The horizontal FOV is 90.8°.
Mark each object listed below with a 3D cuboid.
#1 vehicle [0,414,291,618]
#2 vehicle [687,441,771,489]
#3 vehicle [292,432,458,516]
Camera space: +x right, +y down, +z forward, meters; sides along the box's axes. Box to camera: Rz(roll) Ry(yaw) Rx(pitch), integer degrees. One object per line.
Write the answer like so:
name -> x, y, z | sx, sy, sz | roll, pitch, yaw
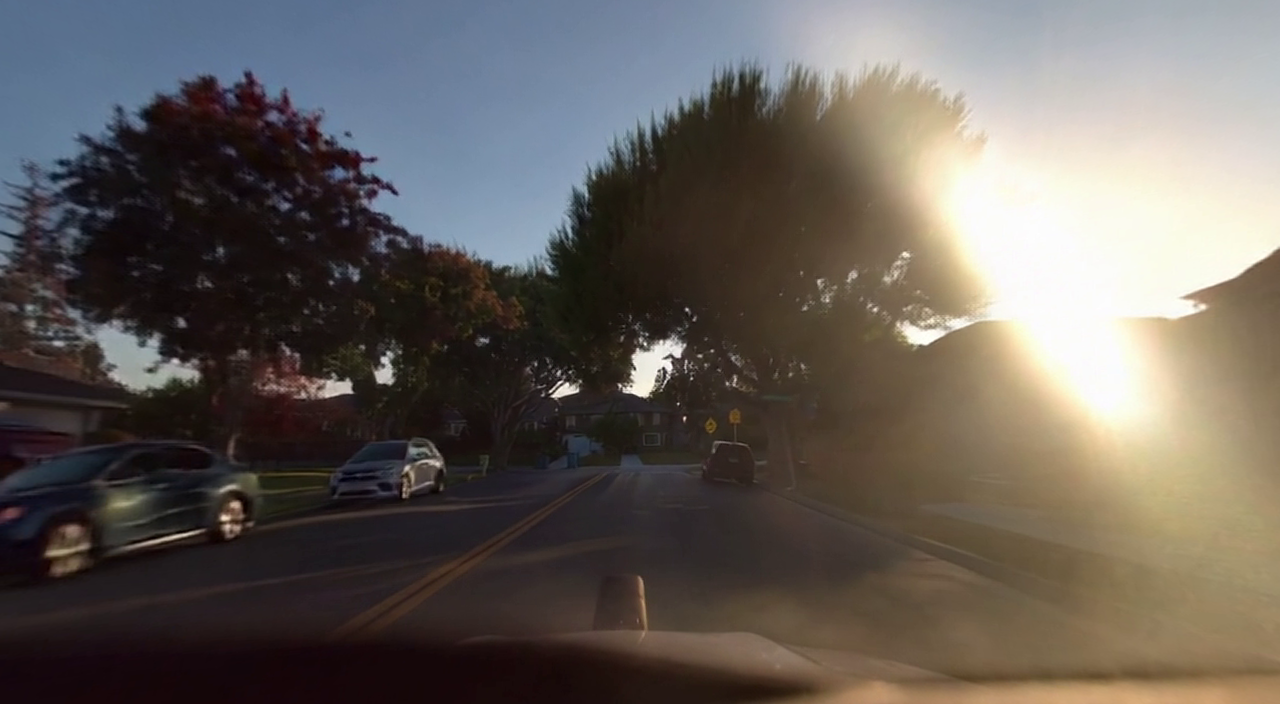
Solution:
vehicle -> -6.796, 1.801, 7.967 | 2.208, 1.797, 4.559 | 0, -9, -1
vehicle -> 2.971, 3.896, 22.116 | 2.167, 1.479, 4.597 | 0, -9, -1
vehicle -> -6.935, 3.227, 17.447 | 2.225, 1.817, 5.731 | -2, -8, -1
